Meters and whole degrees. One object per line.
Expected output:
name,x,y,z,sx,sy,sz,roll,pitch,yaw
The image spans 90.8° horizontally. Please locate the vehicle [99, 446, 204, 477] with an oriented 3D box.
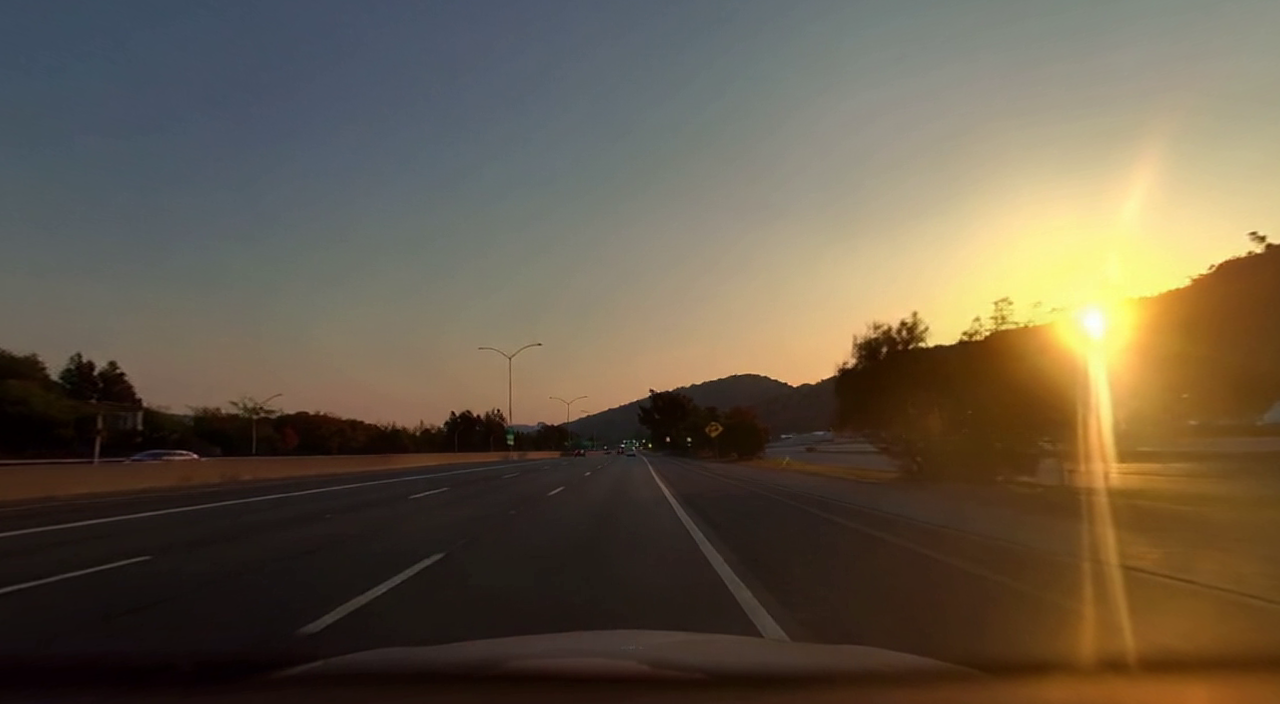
vehicle,-26.631,5.960,34.675,1.923,1.563,4.762,0,-9,1
